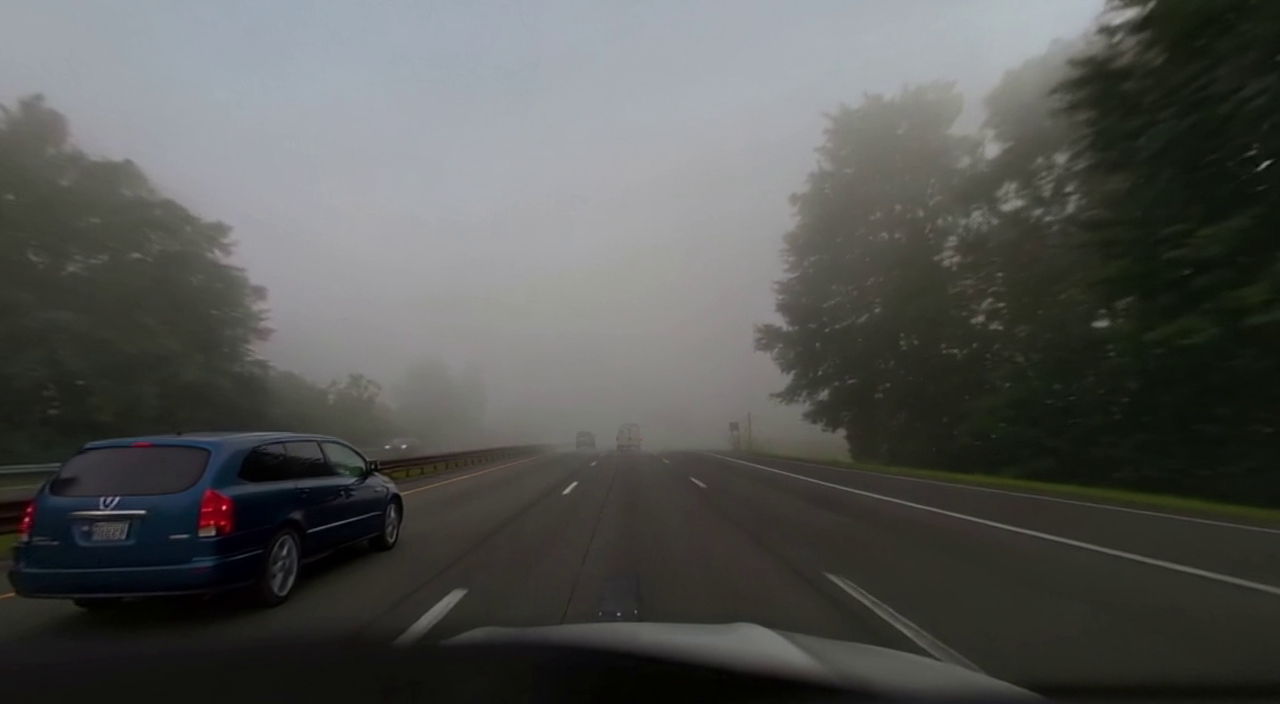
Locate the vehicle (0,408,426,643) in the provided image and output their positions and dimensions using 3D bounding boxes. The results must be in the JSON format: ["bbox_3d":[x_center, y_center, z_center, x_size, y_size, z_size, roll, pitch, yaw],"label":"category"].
[{"bbox_3d":[-3.753,1.387,6.125,1.931,1.483,4.105,0,-8,-1],"label":"vehicle"}]
